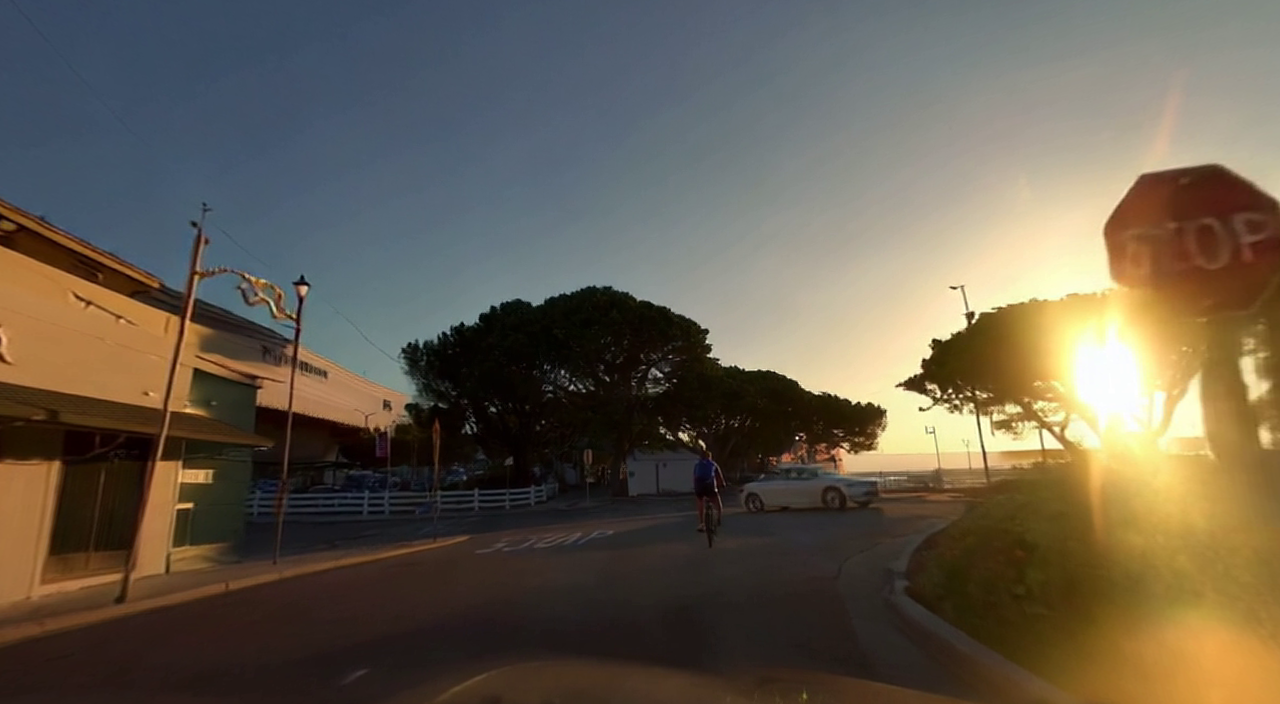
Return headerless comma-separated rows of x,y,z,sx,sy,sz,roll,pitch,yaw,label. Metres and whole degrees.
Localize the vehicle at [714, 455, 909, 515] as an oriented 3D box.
4.920,3.861,18.958,2.112,1.479,5.323,7,-11,-40,vehicle
